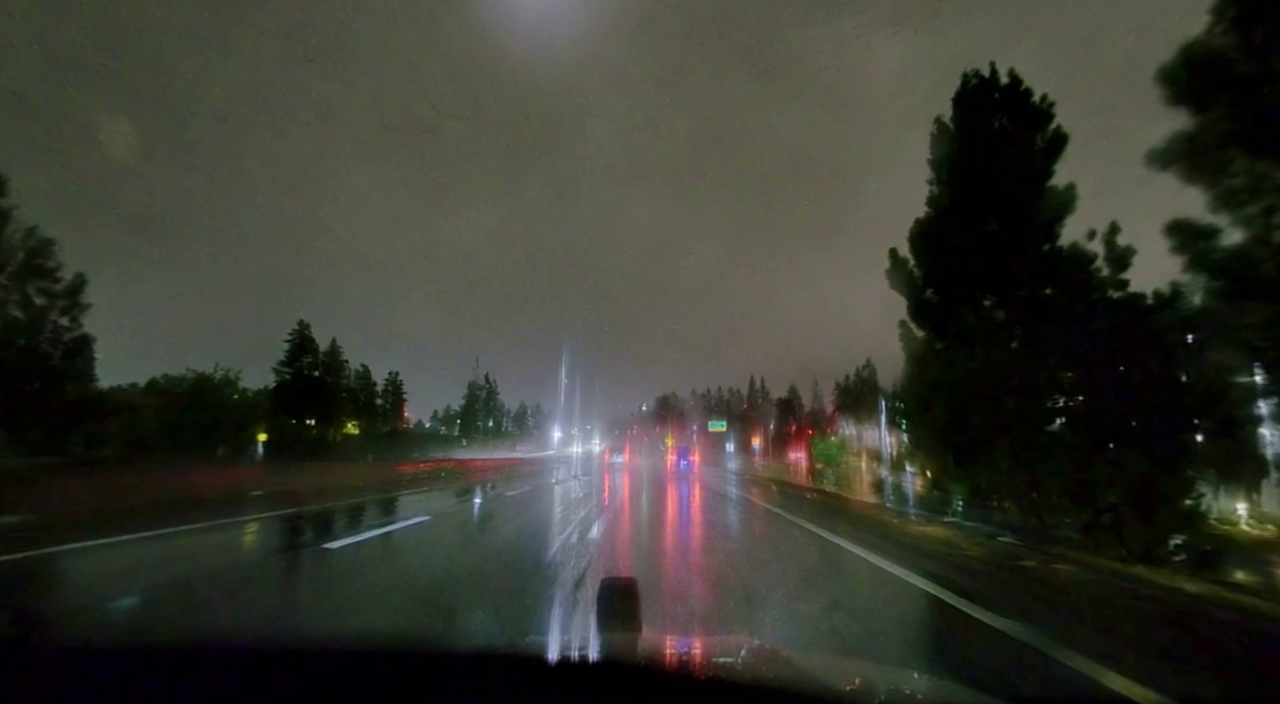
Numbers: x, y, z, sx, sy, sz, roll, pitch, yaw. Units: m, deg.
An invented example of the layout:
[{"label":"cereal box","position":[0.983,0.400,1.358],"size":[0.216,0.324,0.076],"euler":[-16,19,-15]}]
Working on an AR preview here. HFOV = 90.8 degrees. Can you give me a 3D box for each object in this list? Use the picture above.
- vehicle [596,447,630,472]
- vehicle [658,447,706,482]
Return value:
[{"label":"vehicle","position":[-1.881,7.636,45.247],"size":[2.127,1.692,4.382],"euler":[0,-9,2]},{"label":"vehicle","position":[1.931,5.333,30.317],"size":[2.029,1.528,4.644],"euler":[0,-8,0]}]
